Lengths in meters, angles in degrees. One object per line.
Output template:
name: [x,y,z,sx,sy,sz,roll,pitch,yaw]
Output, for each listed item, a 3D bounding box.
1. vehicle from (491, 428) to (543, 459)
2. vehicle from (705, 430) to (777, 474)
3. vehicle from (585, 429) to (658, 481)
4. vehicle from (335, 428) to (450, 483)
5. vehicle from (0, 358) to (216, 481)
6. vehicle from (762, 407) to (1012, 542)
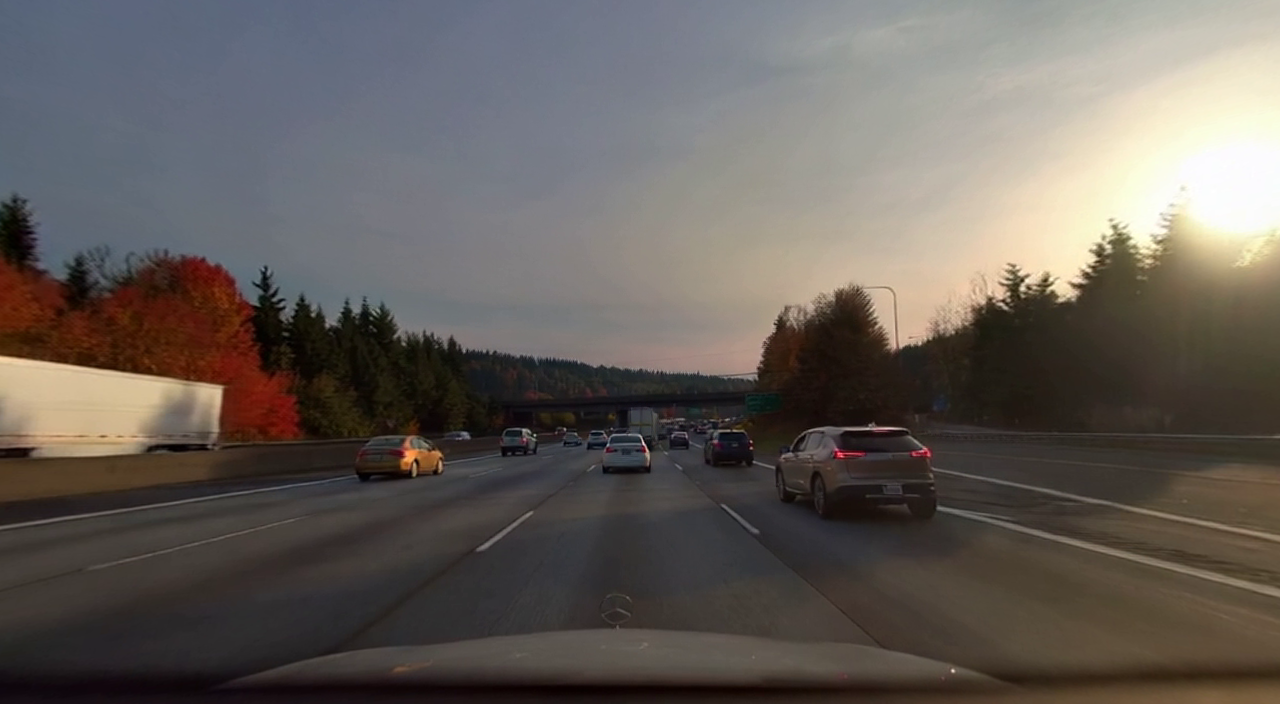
vehicle: [-7.414,5.561,38.413,2.117,1.779,4.745,0,-8,1]
vehicle: [3.742,3.767,24.088,1.972,1.516,4.514,0,-8,0]
vehicle: [-0.575,3.274,20.414,2.111,1.494,4.364,0,-8,-1]
vehicle: [-7.576,3.195,19.724,1.934,1.526,3.966,0,-8,1]
vehicle: [-22.862,2.736,24.507,2.873,4.084,13.906,0,-8,1]
vehicle: [3.480,1.797,9.963,2.095,1.650,4.331,0,-8,-1]
